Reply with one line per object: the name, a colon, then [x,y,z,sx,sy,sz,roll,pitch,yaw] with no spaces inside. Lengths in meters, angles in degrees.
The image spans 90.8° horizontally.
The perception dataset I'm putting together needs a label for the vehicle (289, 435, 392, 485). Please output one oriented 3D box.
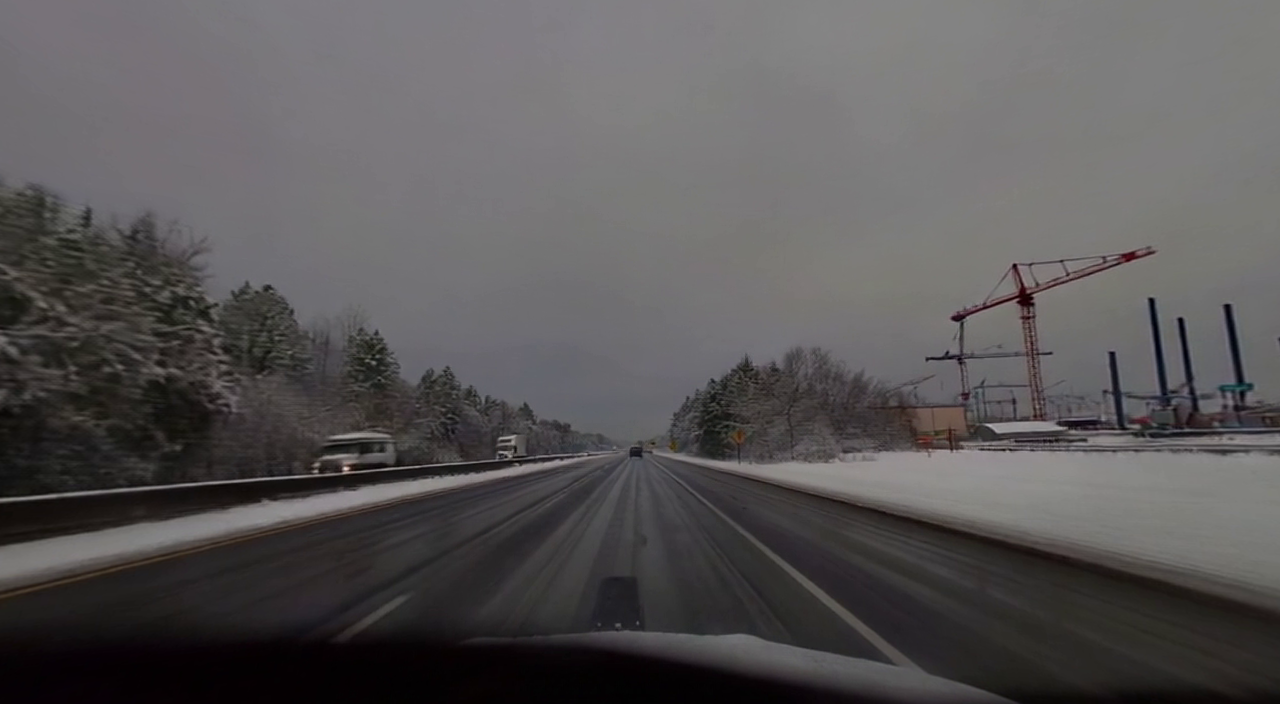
vehicle: [-16.491,5.959,35.289,2.538,2.507,6.224,0,-9,2]
